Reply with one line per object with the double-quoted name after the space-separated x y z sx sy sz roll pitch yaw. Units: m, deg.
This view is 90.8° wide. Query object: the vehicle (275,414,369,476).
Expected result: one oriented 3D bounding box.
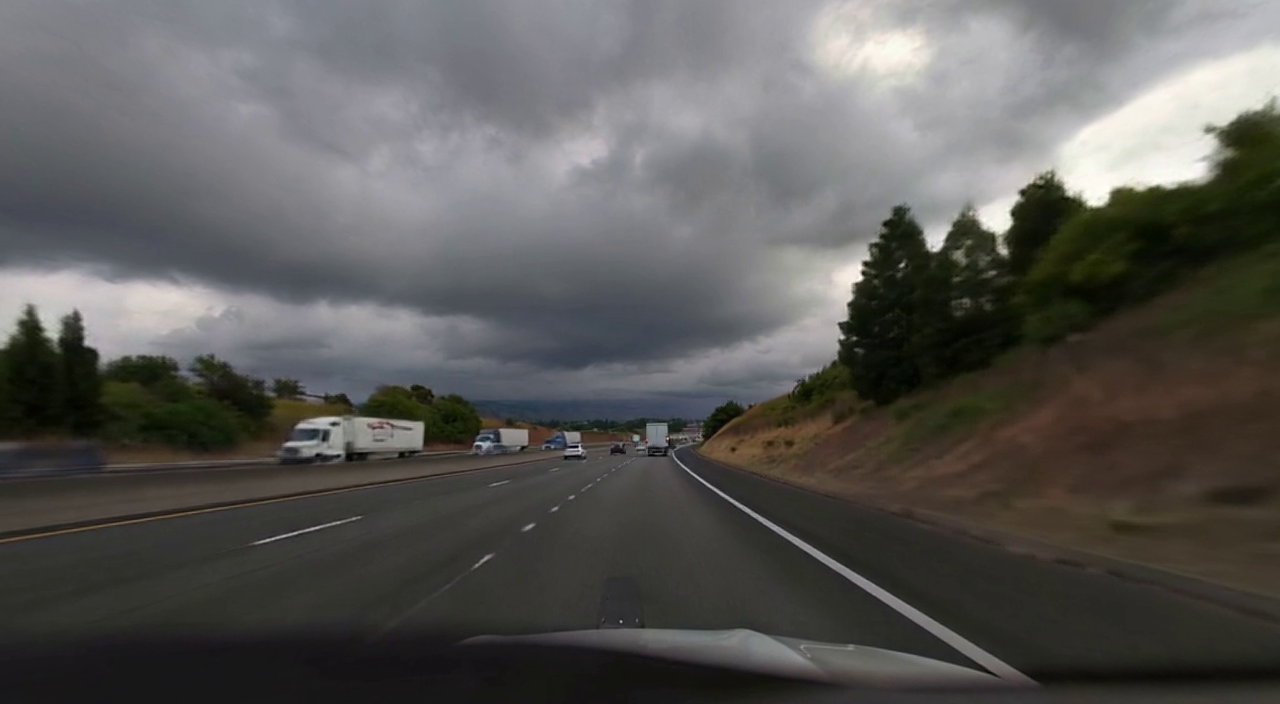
-21.874 6.474 43.853 3.121 3.950 5.935 -1 -9 2 "vehicle"
